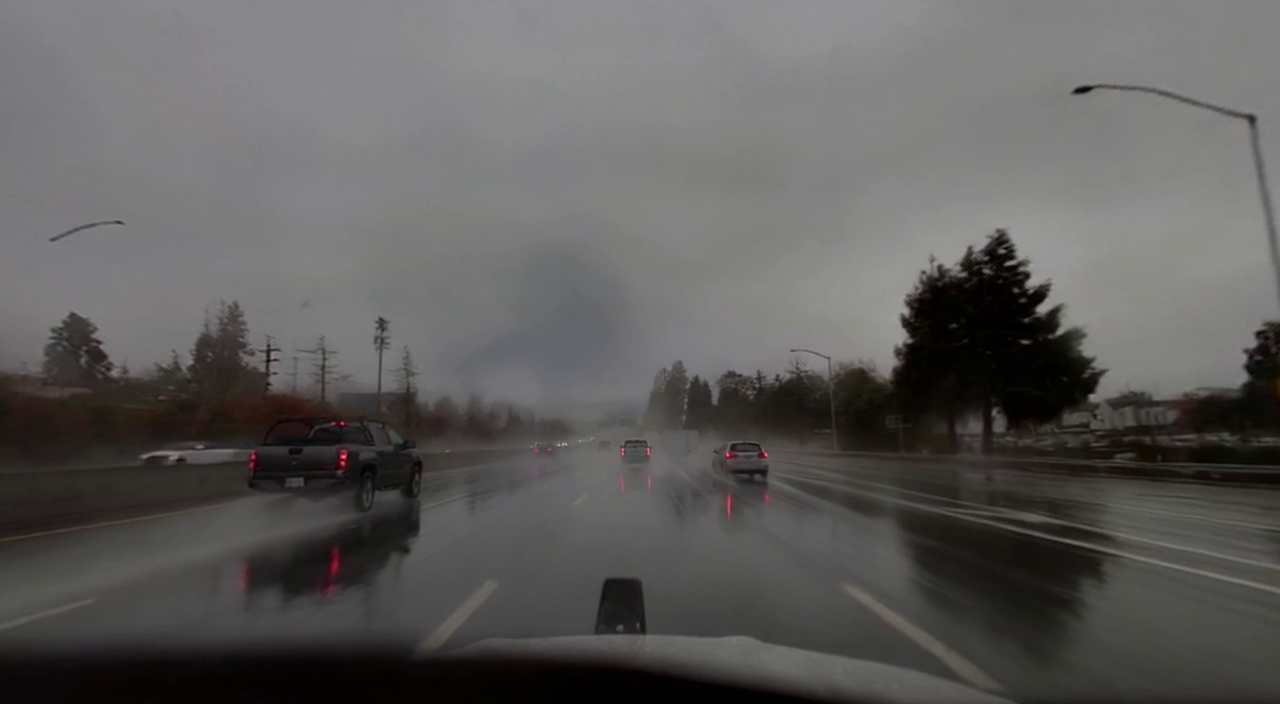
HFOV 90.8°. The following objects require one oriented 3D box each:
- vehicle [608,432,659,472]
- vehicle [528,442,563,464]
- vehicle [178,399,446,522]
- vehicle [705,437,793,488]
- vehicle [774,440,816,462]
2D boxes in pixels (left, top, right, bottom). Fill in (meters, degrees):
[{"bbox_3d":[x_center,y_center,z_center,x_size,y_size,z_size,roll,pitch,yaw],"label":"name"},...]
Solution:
[{"bbox_3d":[-0.300,4.916,31.251,2.323,1.805,4.729,0,-8,0],"label":"vehicle"},{"bbox_3d":[-6.804,7.281,45.854,1.920,1.482,4.385,0,-8,0],"label":"vehicle"},{"bbox_3d":[-6.336,2.219,13.508,2.444,2.012,6.122,0,-8,0],"label":"vehicle"},{"bbox_3d":[3.420,3.553,20.691,2.011,1.462,4.286,0,-8,-1],"label":"vehicle"},{"bbox_3d":[11.219,7.188,46.068,2.105,1.481,4.117,0,-8,1],"label":"vehicle"}]
